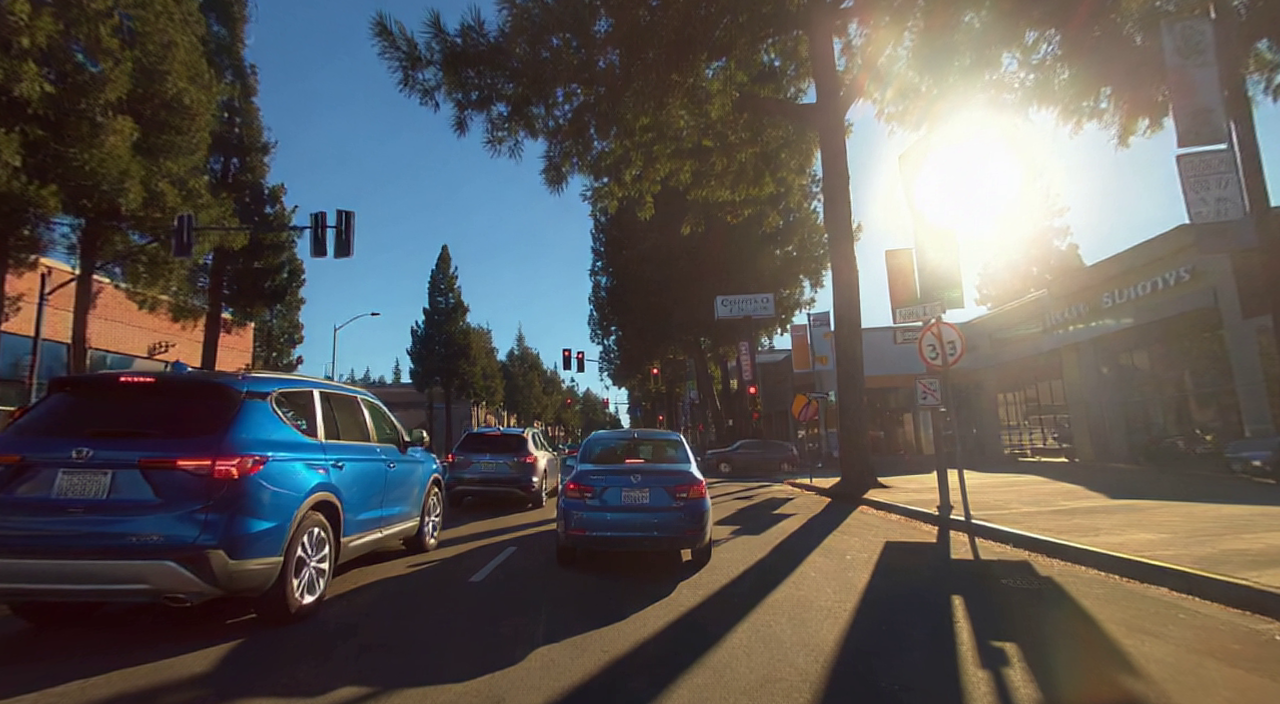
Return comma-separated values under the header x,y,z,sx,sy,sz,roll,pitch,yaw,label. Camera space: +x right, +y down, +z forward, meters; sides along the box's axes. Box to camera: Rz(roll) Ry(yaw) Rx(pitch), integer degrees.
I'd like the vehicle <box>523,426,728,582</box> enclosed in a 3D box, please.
x,y,z,sx,sy,sz,roll,pitch,yaw,label
-0.169,1.780,8.188,1.966,1.481,4.146,0,-8,-1,vehicle

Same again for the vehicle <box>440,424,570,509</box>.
x,y,z,sx,sy,sz,roll,pitch,yaw,label
-2.924,2.596,14.617,2.047,1.664,4.148,0,-8,1,vehicle

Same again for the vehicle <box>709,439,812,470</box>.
x,y,z,sx,sy,sz,roll,pitch,yaw,label
6.130,5.232,32.203,4.809,1.476,1.845,1,-9,-9,vehicle

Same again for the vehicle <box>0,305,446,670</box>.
x,y,z,sx,sy,sz,roll,pitch,yaw,label
-3.812,1.132,6.227,2.152,2.118,5.066,0,-8,0,vehicle
